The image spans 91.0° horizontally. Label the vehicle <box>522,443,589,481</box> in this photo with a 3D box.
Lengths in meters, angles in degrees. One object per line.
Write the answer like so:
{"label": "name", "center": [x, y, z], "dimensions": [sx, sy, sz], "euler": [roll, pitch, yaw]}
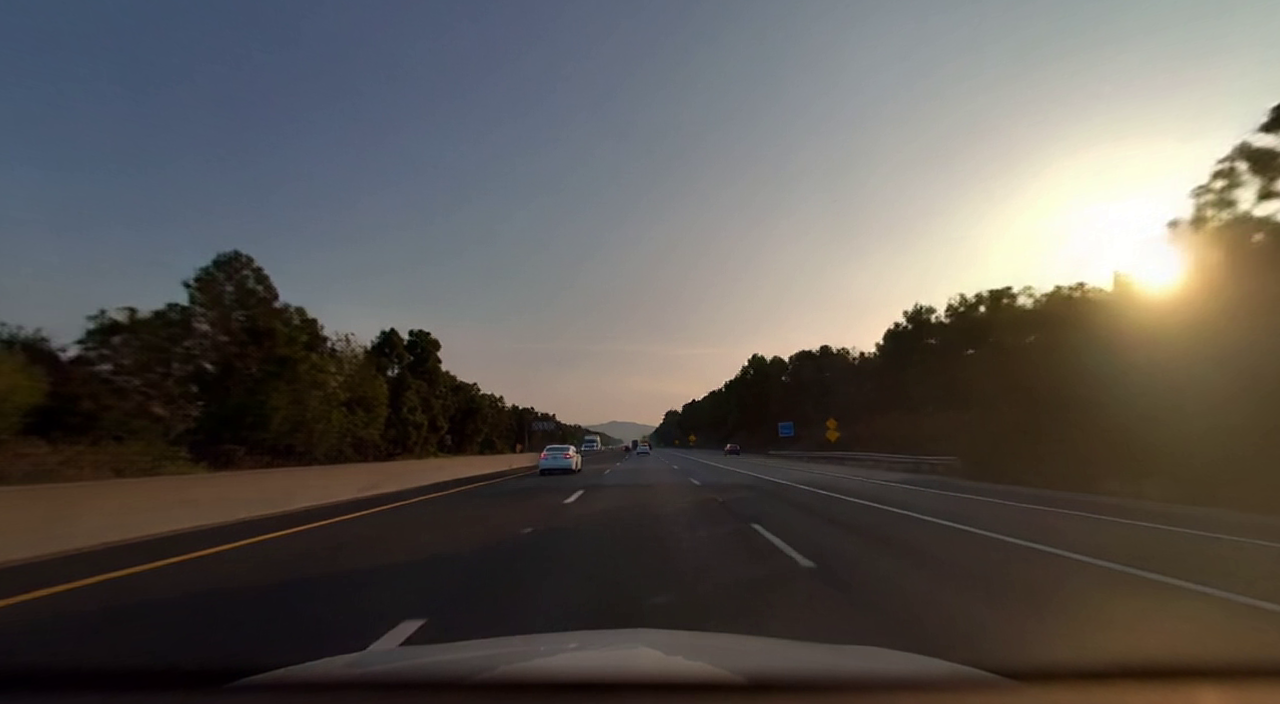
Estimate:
{"label": "vehicle", "center": [-3.518, 4.696, 27.223], "dimensions": [2.162, 1.493, 4.583], "euler": [0, -9, 1]}
